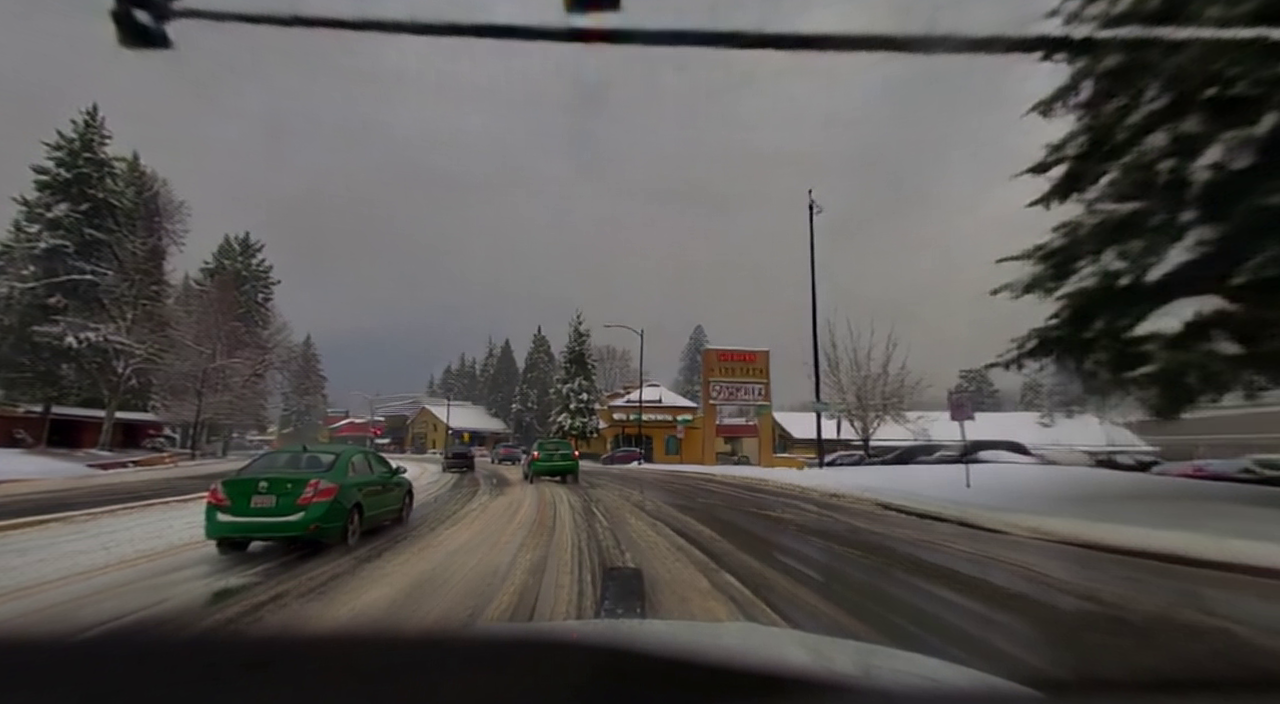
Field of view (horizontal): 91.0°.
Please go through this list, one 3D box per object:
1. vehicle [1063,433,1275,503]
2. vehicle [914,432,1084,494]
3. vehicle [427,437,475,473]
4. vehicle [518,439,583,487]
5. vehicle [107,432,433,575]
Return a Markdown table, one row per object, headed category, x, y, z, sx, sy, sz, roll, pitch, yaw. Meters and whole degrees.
| category | x | y | z | sx | sy | sz | roll | pitch | yaw |
| --- | --- | --- | --- | --- | --- | --- | --- | --- | --- |
| vehicle | 12.594 | 2.761 | 15.390 | 1.762 | 1.453 | 3.976 | -1 | -8 | 1 |
| vehicle | 9.918 | 3.088 | 17.963 | 1.919 | 1.489 | 4.889 | 0 | -8 | -1 |
| vehicle | -9.061 | 4.945 | 30.398 | 2.042 | 1.593 | 3.956 | 2 | -9 | -15 |
| vehicle | -3.263 | 3.859 | 22.286 | 2.001 | 1.483 | 4.442 | 1 | -8 | -11 |
| vehicle | -4.738 | 1.965 | 9.196 | 2.105 | 1.477 | 4.857 | 0 | -8 | -4 |
